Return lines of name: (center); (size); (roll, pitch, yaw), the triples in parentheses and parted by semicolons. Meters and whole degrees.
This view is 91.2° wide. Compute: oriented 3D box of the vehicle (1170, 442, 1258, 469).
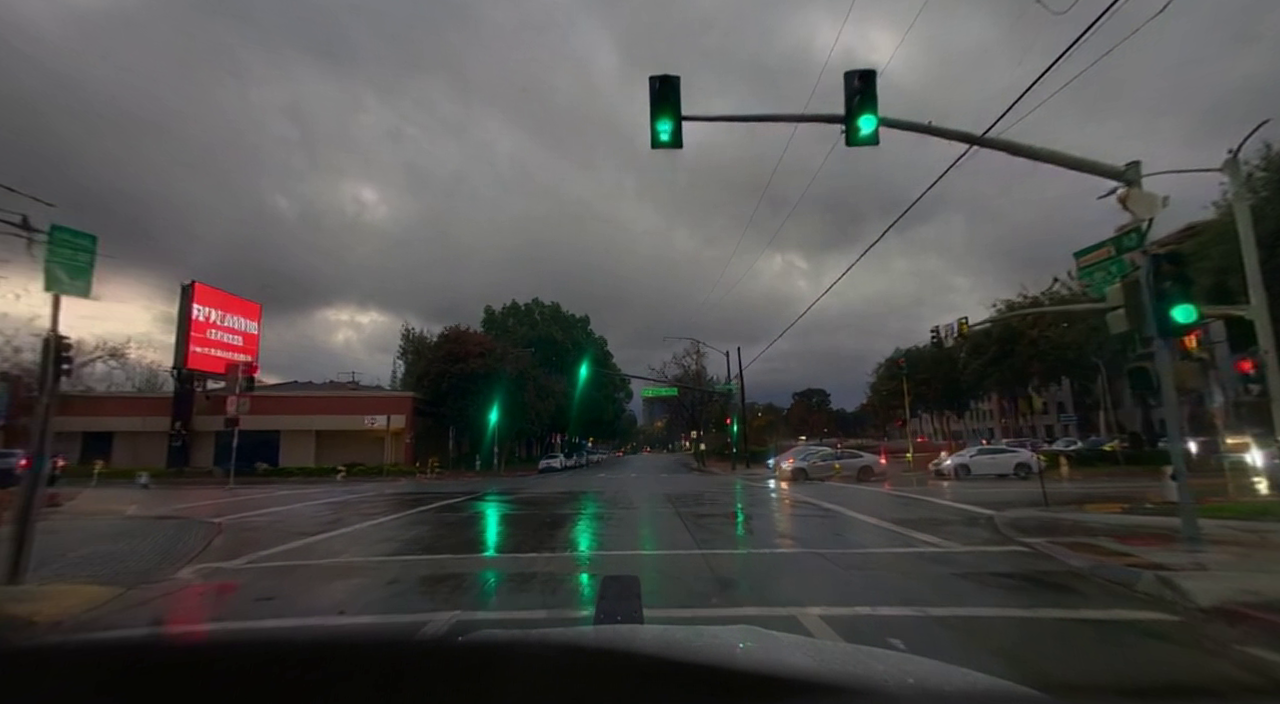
vehicle: (31.443, 5.675, 34.452); (1.612, 1.402, 3.320); (-1, -9, 0)

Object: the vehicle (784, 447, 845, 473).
vehicle: (11.157, 6.832, 39.916); (1.955, 1.508, 4.295); (-9, -12, 43)

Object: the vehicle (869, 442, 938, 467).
vehicle: (16.978, 6.587, 40.336); (4.522, 1.546, 1.941); (6, -11, -35)

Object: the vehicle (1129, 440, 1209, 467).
vehicle: (29.067, 5.557, 34.538); (1.591, 1.332, 3.202); (-2, -8, 1)

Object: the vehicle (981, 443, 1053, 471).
vehicle: (20.957, 5.839, 35.007); (1.851, 1.388, 3.475); (0, -7, 1)

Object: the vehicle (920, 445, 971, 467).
vehicle: (21.869, 7.456, 44.966); (1.923, 1.463, 3.758); (-1, -8, 3)
